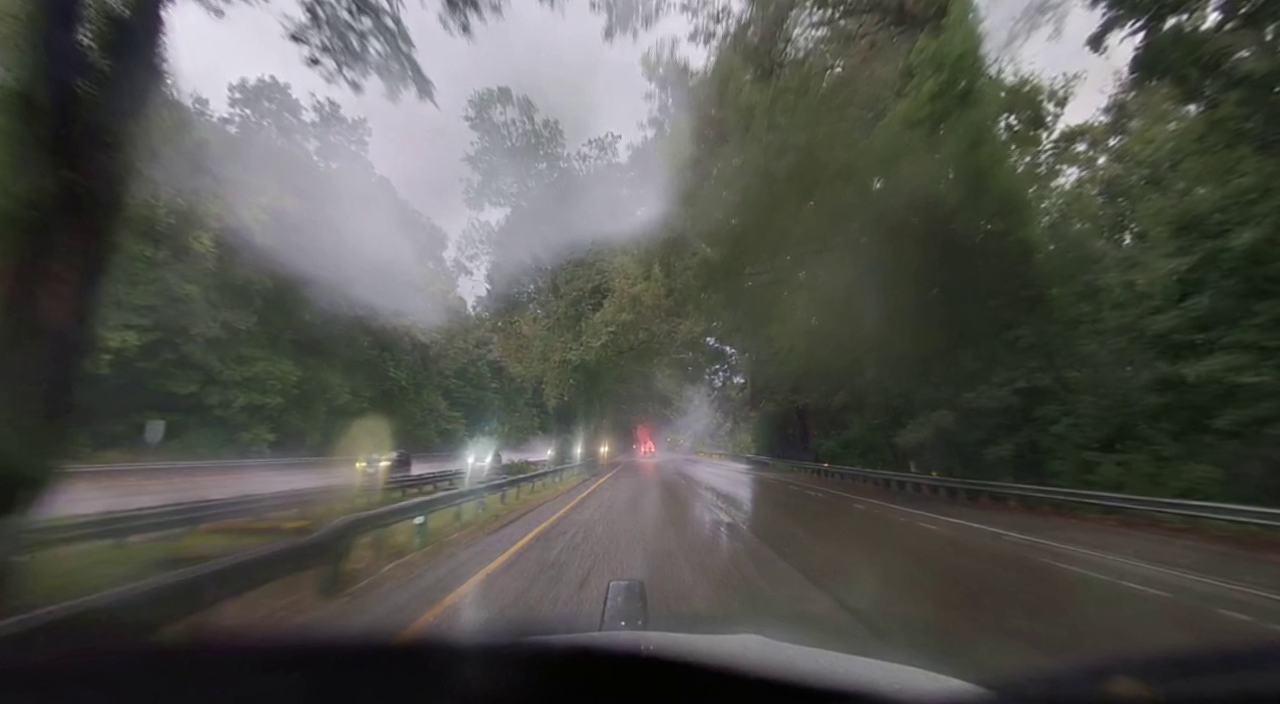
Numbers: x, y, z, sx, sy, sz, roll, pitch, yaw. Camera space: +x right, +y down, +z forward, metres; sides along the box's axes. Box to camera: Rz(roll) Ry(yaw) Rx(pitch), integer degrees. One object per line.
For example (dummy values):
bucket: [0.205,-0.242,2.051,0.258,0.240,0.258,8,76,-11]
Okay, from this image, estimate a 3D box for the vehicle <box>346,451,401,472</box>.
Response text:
vehicle: [-18.561,7.627,44.100,1.789,1.421,4.459,0,-9,1]
